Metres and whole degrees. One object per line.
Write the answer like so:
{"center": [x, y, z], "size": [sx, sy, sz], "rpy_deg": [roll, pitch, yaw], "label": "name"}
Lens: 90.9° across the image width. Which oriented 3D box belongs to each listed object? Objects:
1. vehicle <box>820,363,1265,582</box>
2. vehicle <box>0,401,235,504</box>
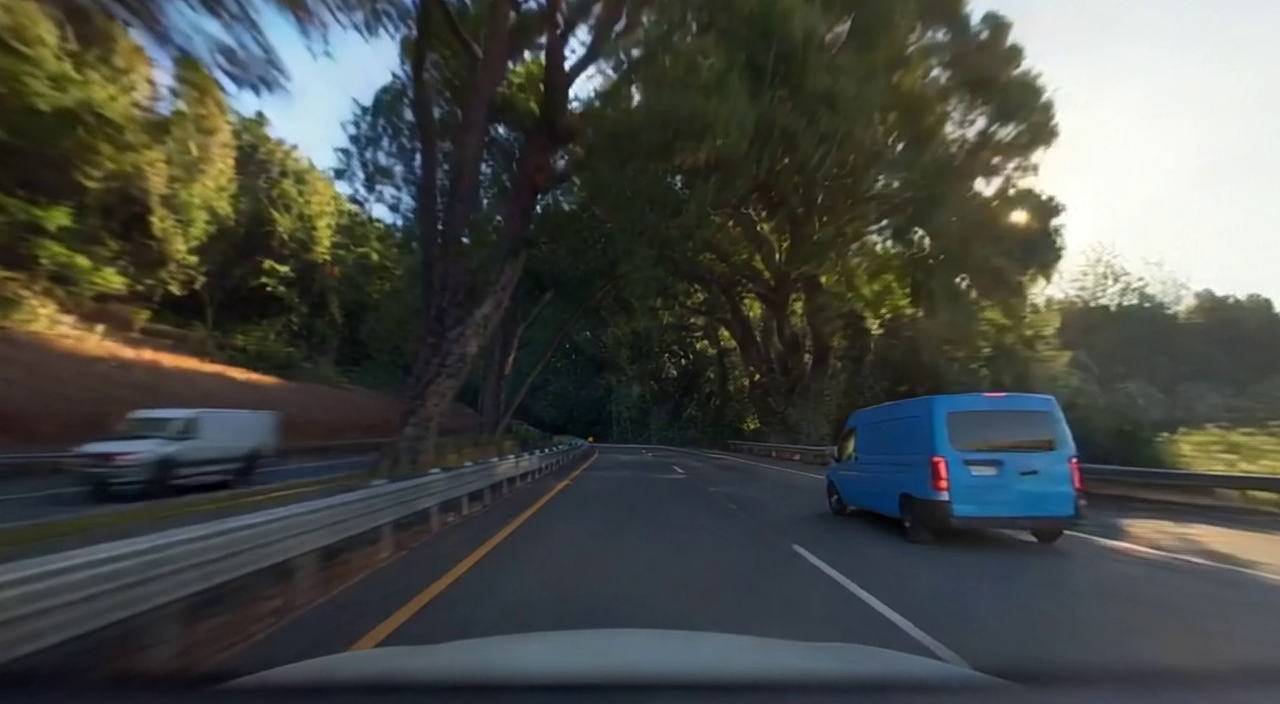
{"center": [4.000, 1.289, 7.560], "size": [2.240, 1.801, 4.545], "rpy_deg": [0, -8, -1], "label": "vehicle"}
{"center": [-12.522, 2.367, 15.326], "size": [2.109, 2.086, 4.935], "rpy_deg": [0, -8, -2], "label": "vehicle"}
